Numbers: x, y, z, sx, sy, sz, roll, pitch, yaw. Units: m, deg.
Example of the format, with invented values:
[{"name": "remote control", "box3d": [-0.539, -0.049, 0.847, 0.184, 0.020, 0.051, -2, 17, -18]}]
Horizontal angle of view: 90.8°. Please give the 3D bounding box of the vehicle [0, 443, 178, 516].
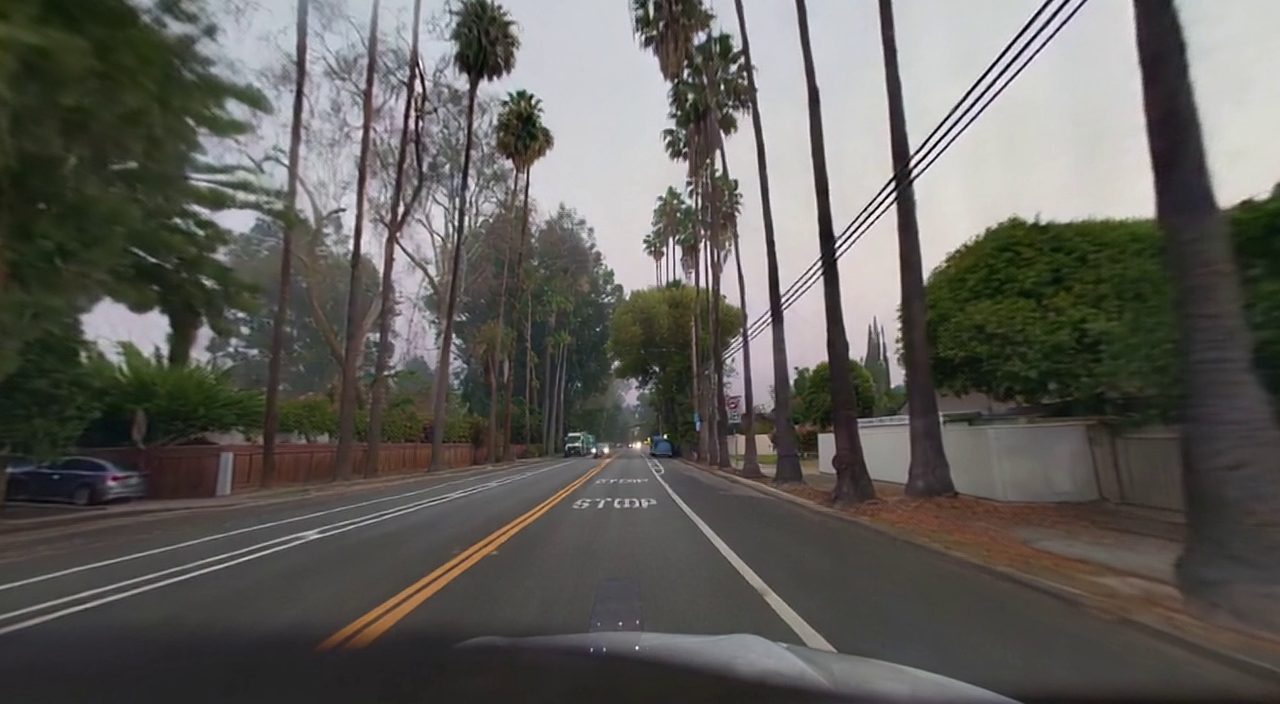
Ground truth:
[{"name": "vehicle", "box3d": [-15.385, 3.349, 16.891, 4.454, 1.815, 1.921, 0, -8, -1]}]
